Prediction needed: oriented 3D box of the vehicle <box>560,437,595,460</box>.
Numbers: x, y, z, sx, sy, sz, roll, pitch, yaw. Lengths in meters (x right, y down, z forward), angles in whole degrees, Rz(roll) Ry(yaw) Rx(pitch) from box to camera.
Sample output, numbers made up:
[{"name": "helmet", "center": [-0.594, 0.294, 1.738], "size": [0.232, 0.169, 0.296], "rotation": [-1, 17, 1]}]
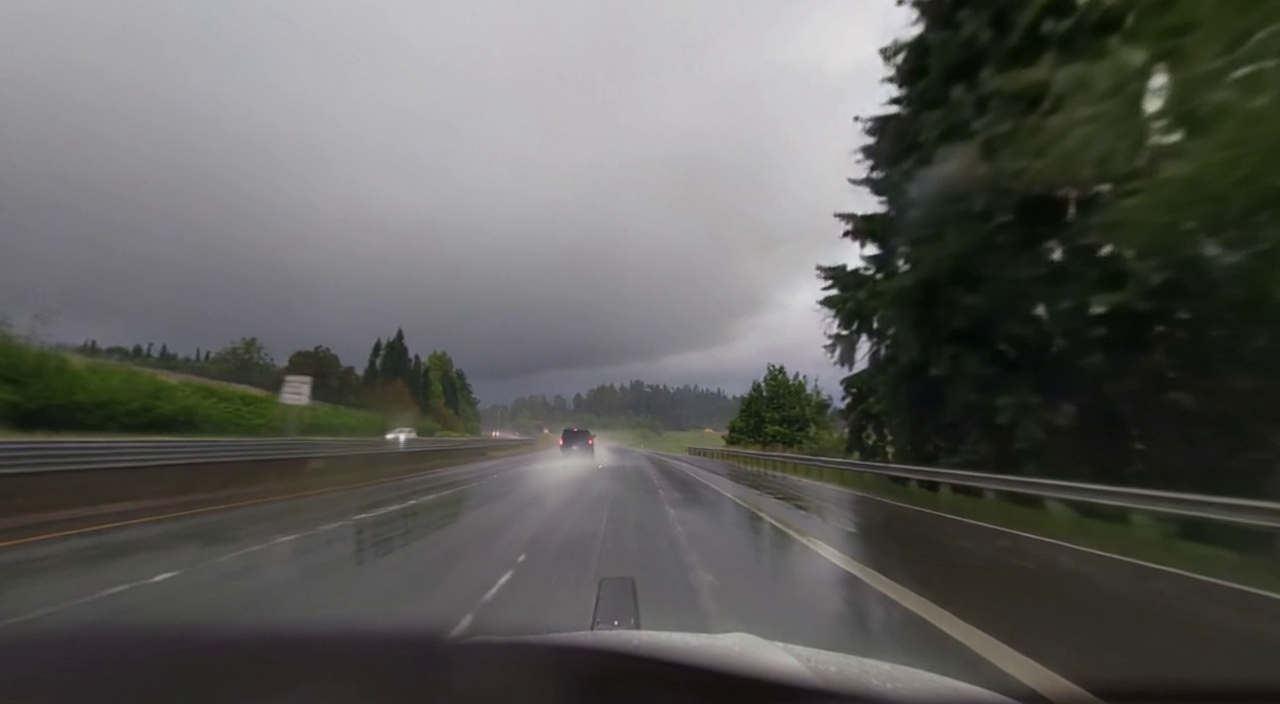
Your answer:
[{"name": "vehicle", "center": [-4.585, 7.128, 46.626], "size": [2.217, 1.604, 4.614], "rotation": [0, -8, -1]}]
